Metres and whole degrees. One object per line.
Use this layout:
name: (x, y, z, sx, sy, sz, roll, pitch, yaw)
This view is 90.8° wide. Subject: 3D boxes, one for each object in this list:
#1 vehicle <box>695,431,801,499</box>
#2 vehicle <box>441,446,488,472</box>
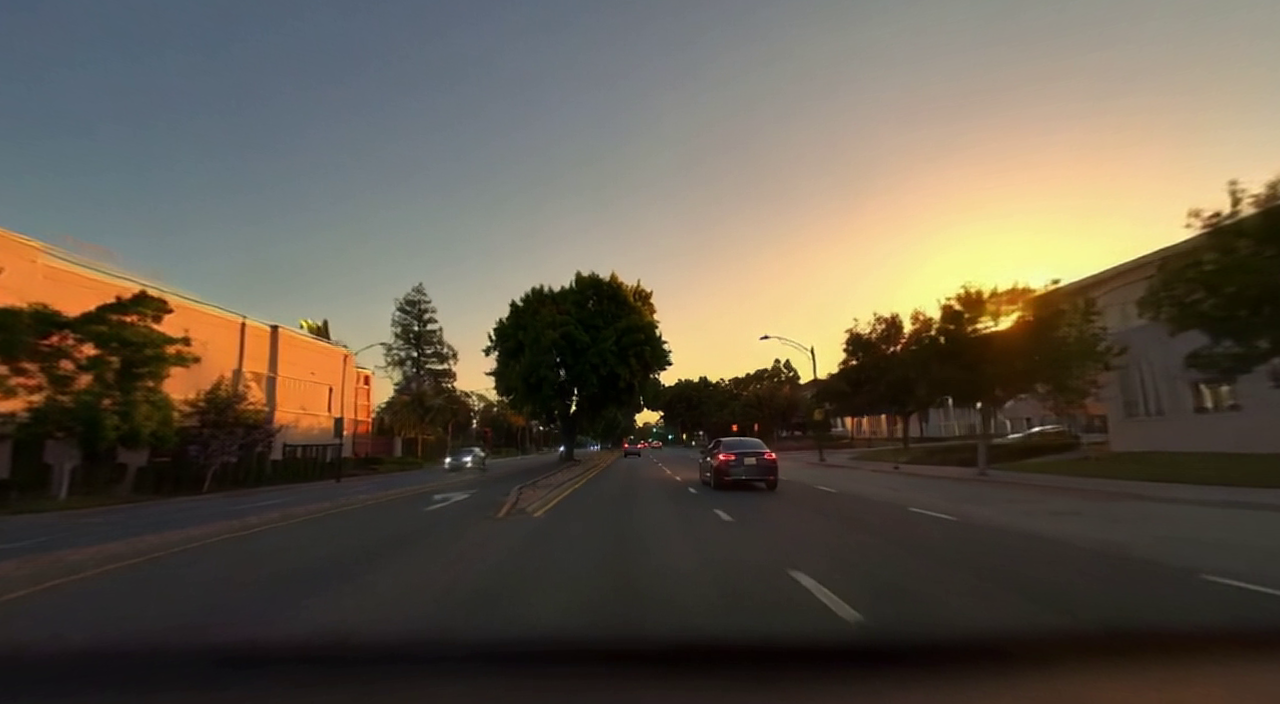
vehicle: (2.836, 3.081, 17.751, 1.995, 1.616, 4.729, 0, -8, -2)
vehicle: (-12.232, 7.469, 44.294, 1.943, 1.672, 4.368, 0, -8, 1)
